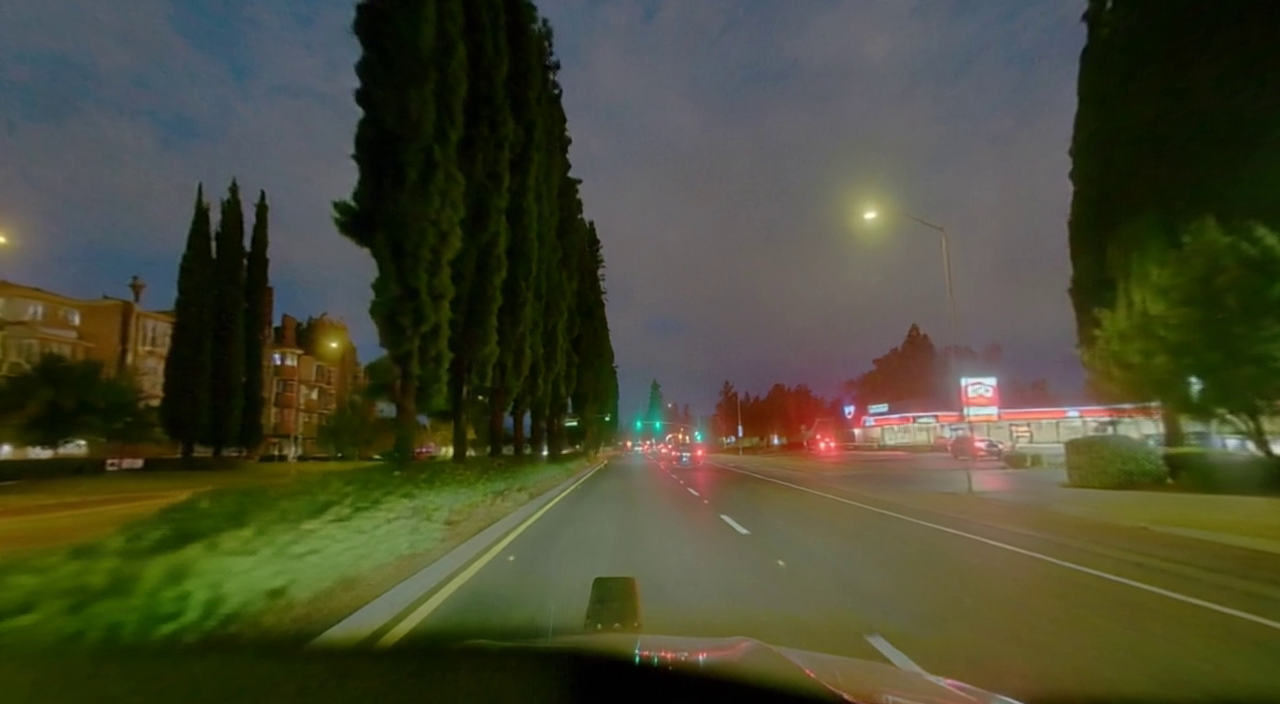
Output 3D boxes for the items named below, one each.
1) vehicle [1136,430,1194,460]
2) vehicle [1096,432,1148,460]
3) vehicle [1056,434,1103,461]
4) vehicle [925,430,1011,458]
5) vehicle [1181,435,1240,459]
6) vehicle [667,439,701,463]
[{"bbox_3d":[36.719,6.455,44.295,2.160,1.948,4.256,-3,-8,27],"label":"vehicle"},{"bbox_3d":[34.112,6.630,44.843,2.181,1.901,4.222,-4,-9,28],"label":"vehicle"},{"bbox_3d":[31.730,6.872,45.738,2.269,1.862,4.495,-3,-8,29],"label":"vehicle"},{"bbox_3d":[20.615,5.770,39.810,4.210,1.727,2.227,1,-7,-8],"label":"vehicle"},{"bbox_3d":[39.689,6.567,44.059,2.044,1.582,3.586,-3,-8,26],"label":"vehicle"},{"bbox_3d":[3.154,7.211,46.168,2.041,1.531,4.236,1,-7,-1],"label":"vehicle"}]
